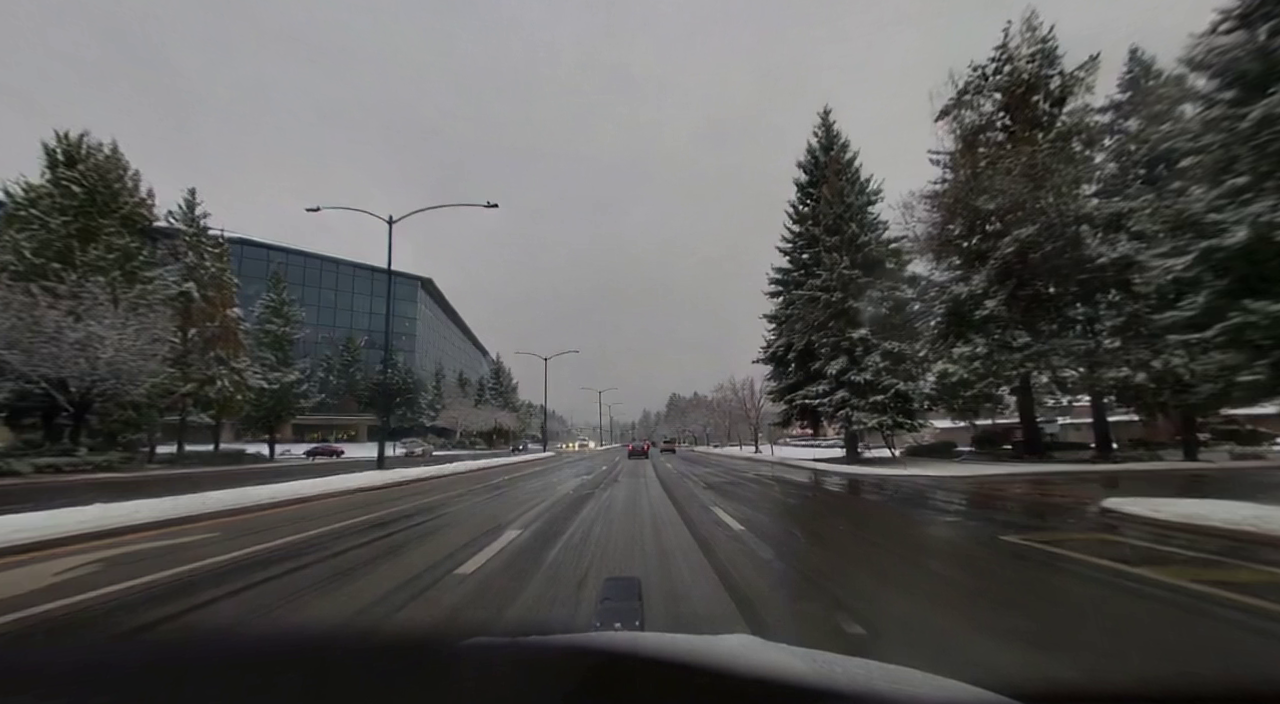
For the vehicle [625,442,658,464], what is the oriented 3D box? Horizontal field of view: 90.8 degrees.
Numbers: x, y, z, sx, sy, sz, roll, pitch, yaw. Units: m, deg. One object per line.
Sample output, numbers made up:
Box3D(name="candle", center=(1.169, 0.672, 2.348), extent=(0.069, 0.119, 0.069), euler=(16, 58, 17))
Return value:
Box3D(name="vehicle", center=(0.068, 6.808, 42.740), extent=(2.080, 1.445, 4.096), euler=(0, -8, -1))
